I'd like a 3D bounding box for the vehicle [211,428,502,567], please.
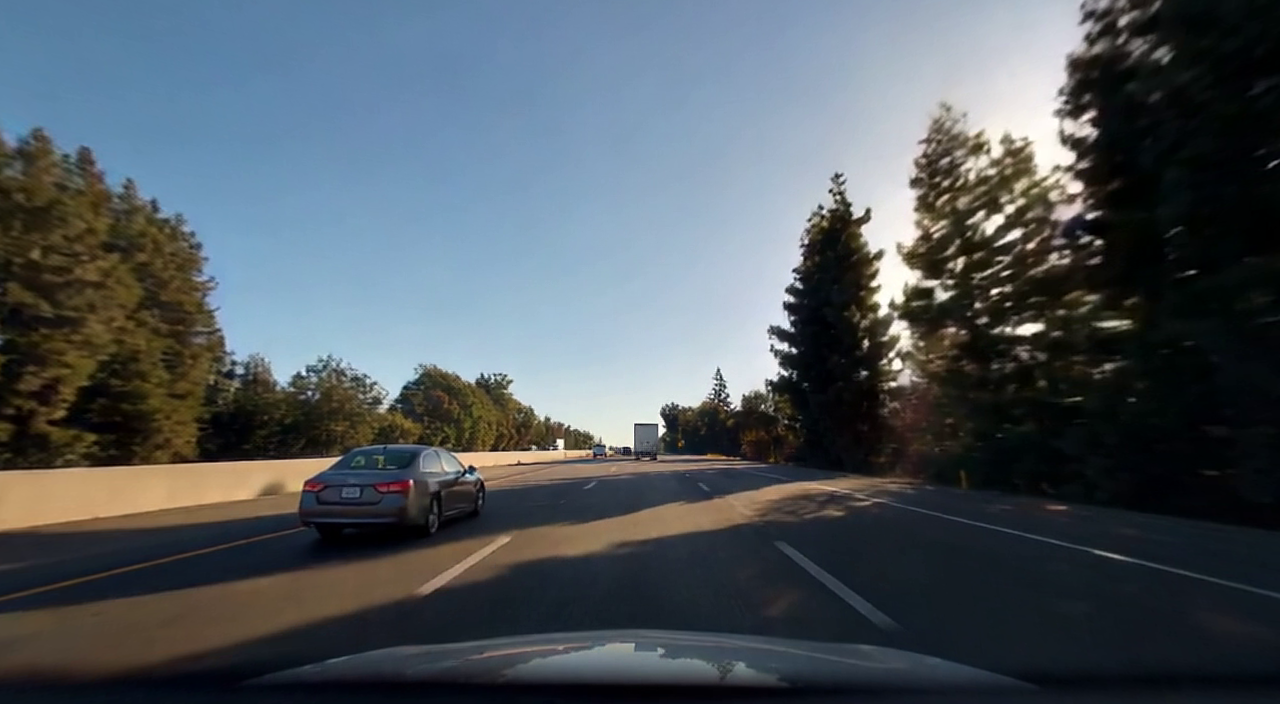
[{"bbox_3d":[-3.738,2.025,9.594,1.999,1.533,4.870,-1,-9,2],"label":"vehicle"}]
